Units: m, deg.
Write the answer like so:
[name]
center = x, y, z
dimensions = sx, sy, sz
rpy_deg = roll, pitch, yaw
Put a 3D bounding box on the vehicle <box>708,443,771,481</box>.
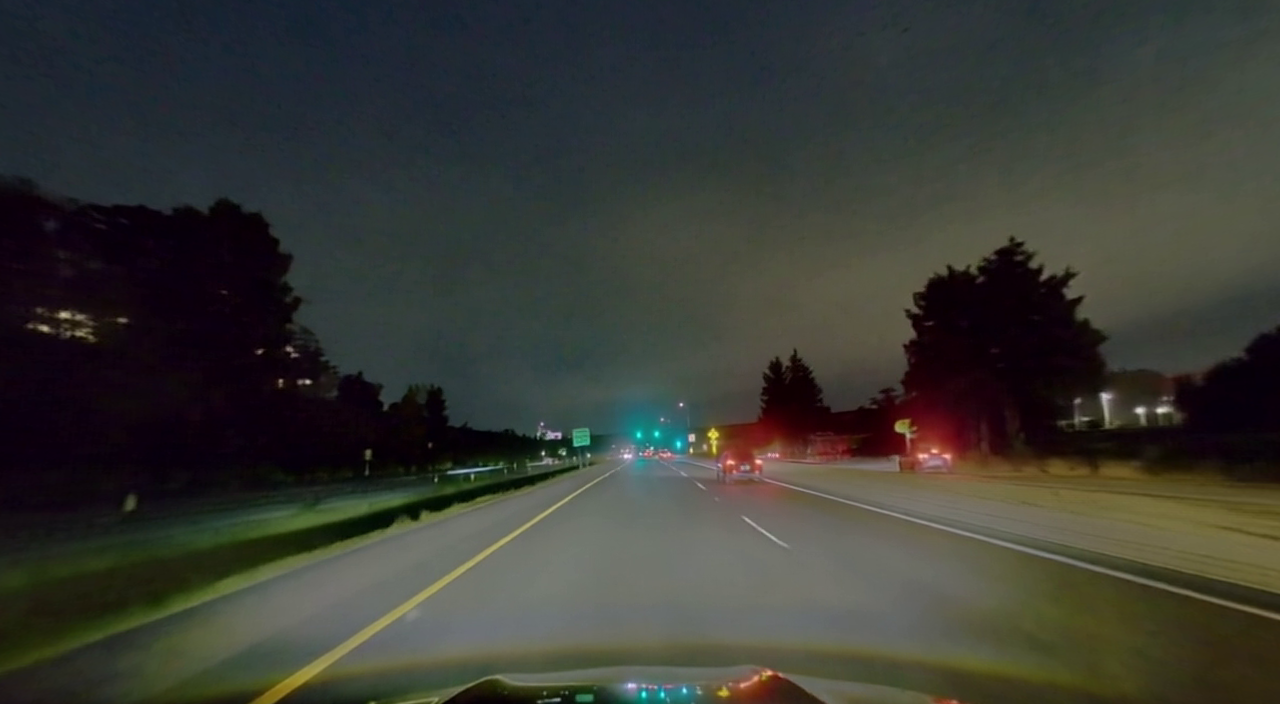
[vehicle]
center = 4.344, 4.855, 28.147
dimensions = 2.042, 1.518, 4.477
rpy_deg = 0, -9, -1
